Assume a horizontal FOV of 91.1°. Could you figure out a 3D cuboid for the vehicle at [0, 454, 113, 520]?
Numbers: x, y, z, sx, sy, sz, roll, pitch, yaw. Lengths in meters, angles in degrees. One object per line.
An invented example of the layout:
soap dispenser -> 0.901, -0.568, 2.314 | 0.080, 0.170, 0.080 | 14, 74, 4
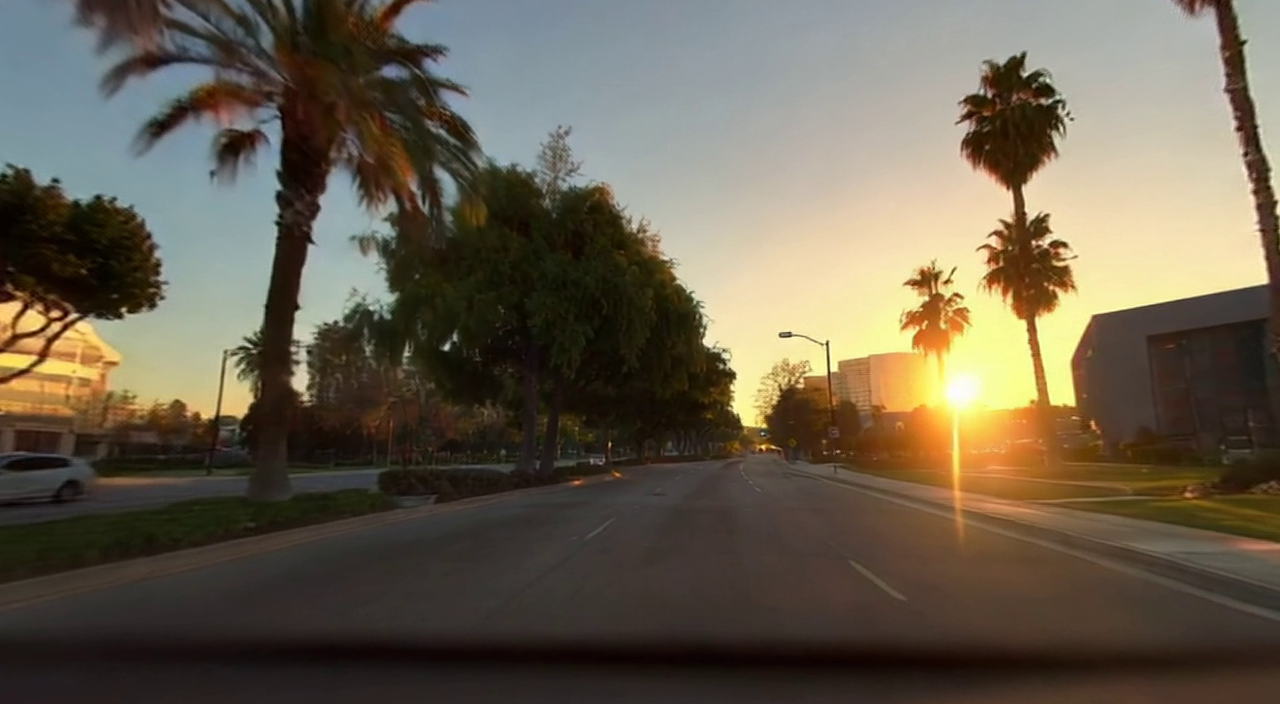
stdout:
vehicle -> -15.726, 3.201, 14.896 | 1.915, 1.490, 4.763 | -1, -9, 8
